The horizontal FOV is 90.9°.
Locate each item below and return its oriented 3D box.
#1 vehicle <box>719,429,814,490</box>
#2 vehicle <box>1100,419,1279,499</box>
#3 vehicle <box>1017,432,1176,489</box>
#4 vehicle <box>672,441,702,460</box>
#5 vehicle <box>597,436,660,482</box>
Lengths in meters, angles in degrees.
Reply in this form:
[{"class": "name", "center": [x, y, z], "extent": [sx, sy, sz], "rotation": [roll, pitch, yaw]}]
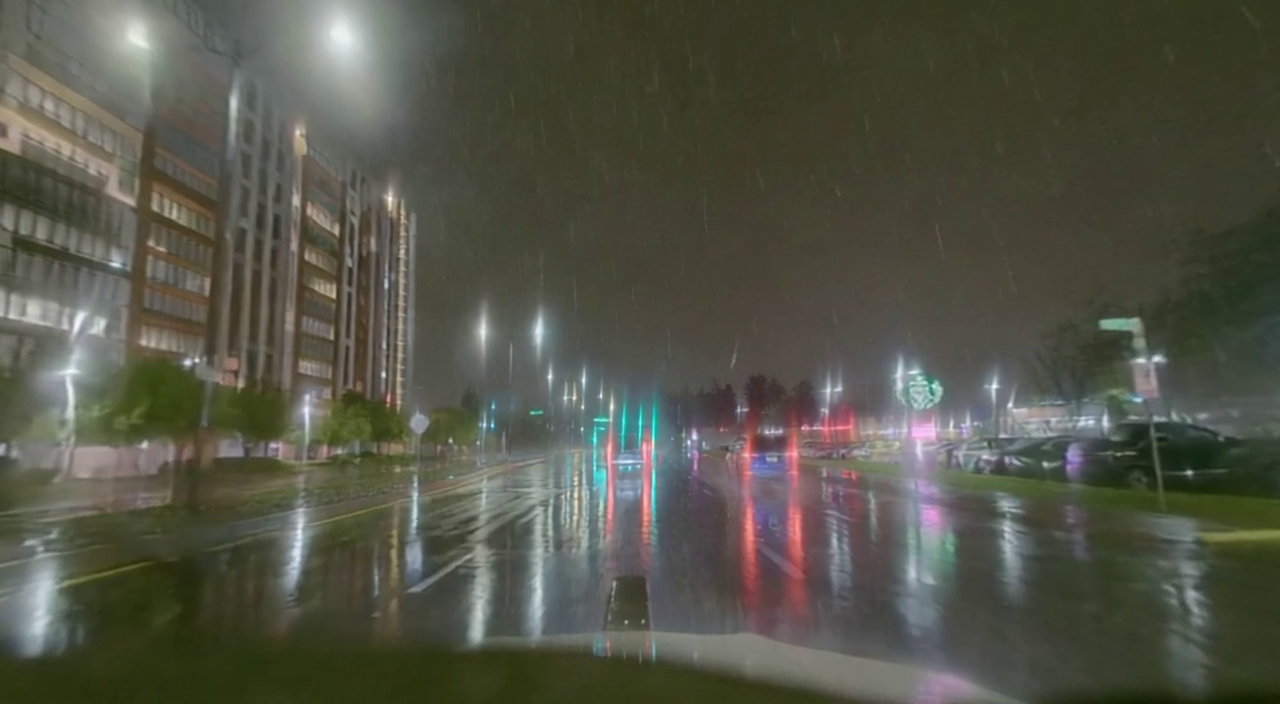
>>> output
[{"class": "vehicle", "center": [3.771, 3.282, 19.603], "extent": [2.007, 1.683, 4.171], "rotation": [0, -8, -1]}, {"class": "vehicle", "center": [13.875, 2.628, 15.806], "extent": [4.367, 1.748, 2.007], "rotation": [4, -10, -29]}, {"class": "vehicle", "center": [13.492, 3.147, 18.614], "extent": [4.312, 1.485, 1.995], "rotation": [4, -9, -28]}, {"class": "vehicle", "center": [3.672, 7.779, 49.939], "extent": [2.012, 1.462, 4.400], "rotation": [0, -8, 0]}, {"class": "vehicle", "center": [-0.382, 3.814, 22.779], "extent": [2.059, 1.477, 3.988], "rotation": [0, -8, 0]}]
